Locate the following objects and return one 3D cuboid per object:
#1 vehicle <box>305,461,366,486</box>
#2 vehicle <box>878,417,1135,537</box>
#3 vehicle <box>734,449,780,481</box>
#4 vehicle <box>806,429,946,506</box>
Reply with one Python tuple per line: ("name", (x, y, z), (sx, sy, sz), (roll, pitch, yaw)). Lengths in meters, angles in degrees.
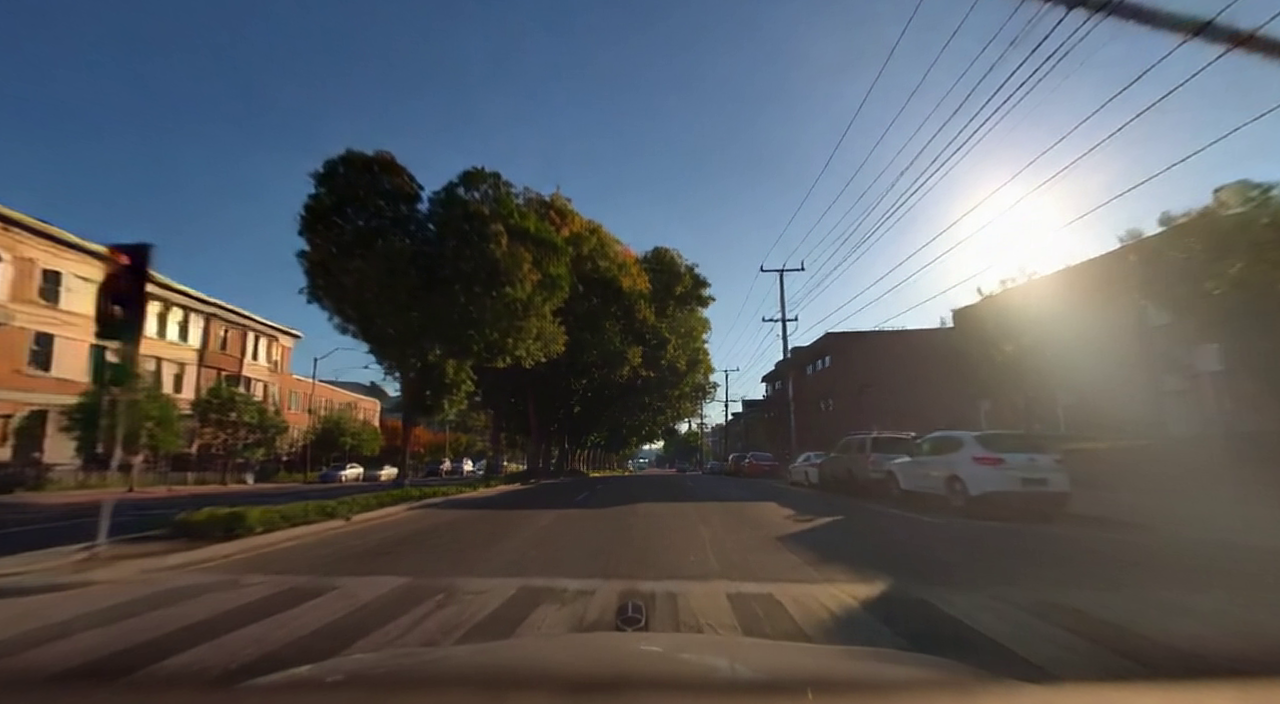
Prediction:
("vehicle", (-22.201, 8.853, 46.139), (1.966, 1.595, 4.719), (0, -8, 1))
("vehicle", (6.807, 2.360, 12.596), (2.148, 1.904, 4.910), (0, -8, 0))
("vehicle", (7.220, 7.024, 39.339), (1.998, 1.819, 4.621), (0, -8, 0))
("vehicle", (6.741, 3.346, 18.781), (2.163, 1.949, 5.158), (0, -8, 0))
